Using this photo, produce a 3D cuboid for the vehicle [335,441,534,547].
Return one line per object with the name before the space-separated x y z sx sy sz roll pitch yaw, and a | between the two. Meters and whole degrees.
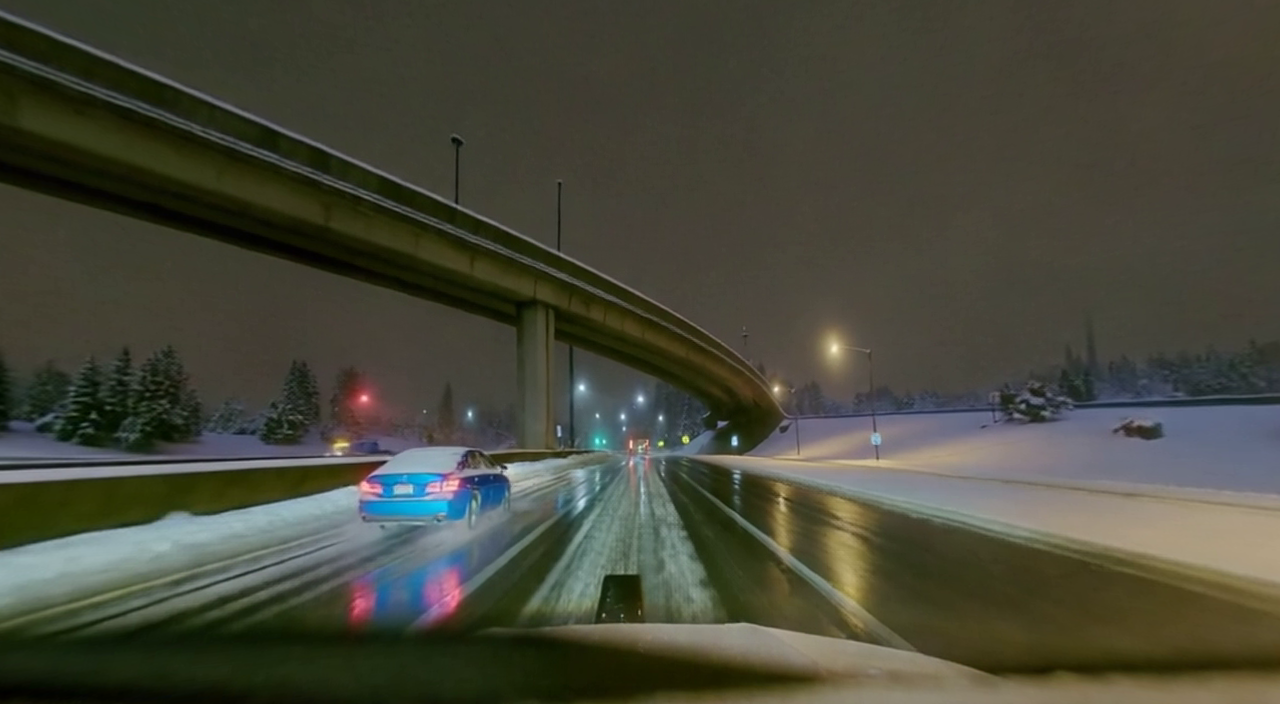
vehicle | -3.268 2.329 11.062 2.044 1.478 4.114 0 -9 1
